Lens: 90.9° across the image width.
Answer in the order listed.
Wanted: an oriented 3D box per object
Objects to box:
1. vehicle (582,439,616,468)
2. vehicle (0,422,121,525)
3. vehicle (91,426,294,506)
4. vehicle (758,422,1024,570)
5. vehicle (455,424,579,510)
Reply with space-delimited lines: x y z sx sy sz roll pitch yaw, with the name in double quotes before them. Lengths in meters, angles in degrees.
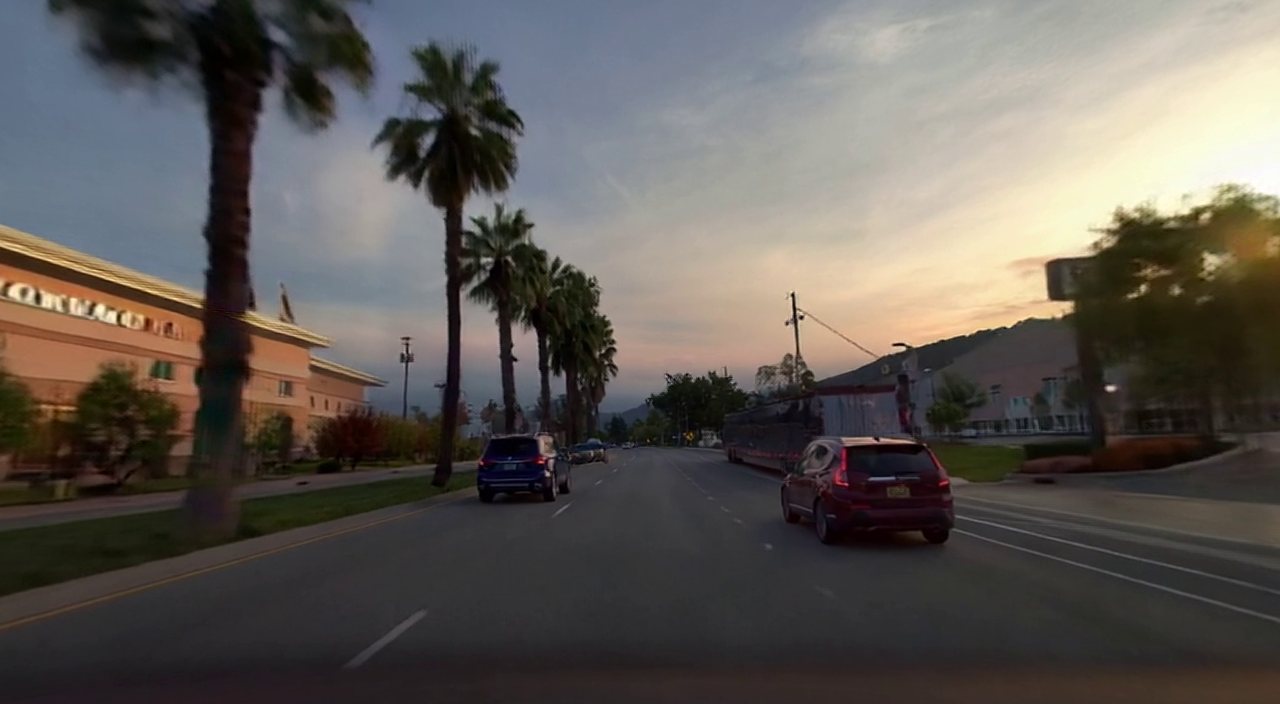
"vehicle" -2.621 6.642 41.333 1.998 1.743 4.402 0 -8 -1
"vehicle" -21.675 3.879 20.137 2.989 3.225 8.285 0 -8 1
"vehicle" -21.419 5.488 31.243 3.030 3.354 9.135 -1 -8 2
"vehicle" 2.996 1.800 8.667 1.946 1.513 4.133 0 -8 0
"vehicle" -2.824 2.770 15.596 2.058 1.804 4.391 -1 -8 2
